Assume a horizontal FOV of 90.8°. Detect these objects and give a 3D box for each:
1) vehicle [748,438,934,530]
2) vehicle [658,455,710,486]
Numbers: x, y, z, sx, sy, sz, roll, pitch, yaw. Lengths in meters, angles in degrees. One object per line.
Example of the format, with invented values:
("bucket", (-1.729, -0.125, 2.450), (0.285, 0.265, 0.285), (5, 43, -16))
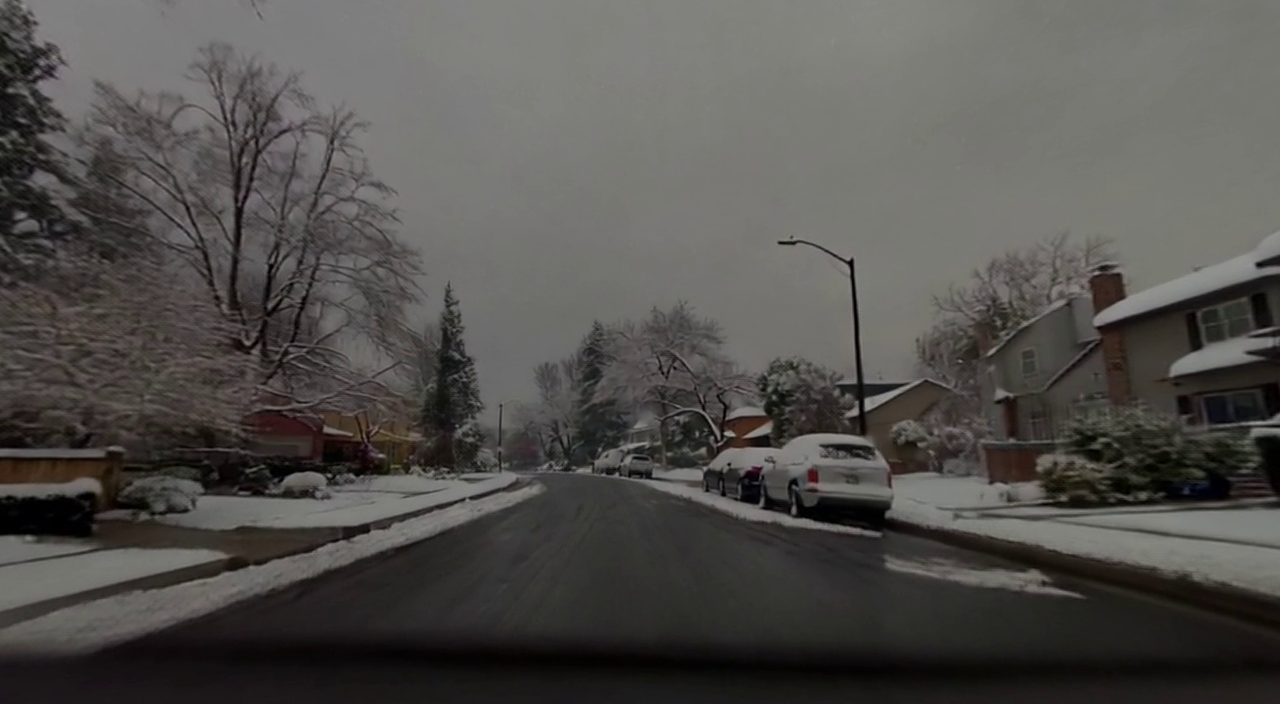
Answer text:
("vehicle", (4.875, 3.374, 16.803), (2.715, 1.900, 6.163), (2, -10, -2))
("vehicle", (2.774, 7.675, 41.150), (2.111, 1.771, 4.942), (2, -9, -12))
